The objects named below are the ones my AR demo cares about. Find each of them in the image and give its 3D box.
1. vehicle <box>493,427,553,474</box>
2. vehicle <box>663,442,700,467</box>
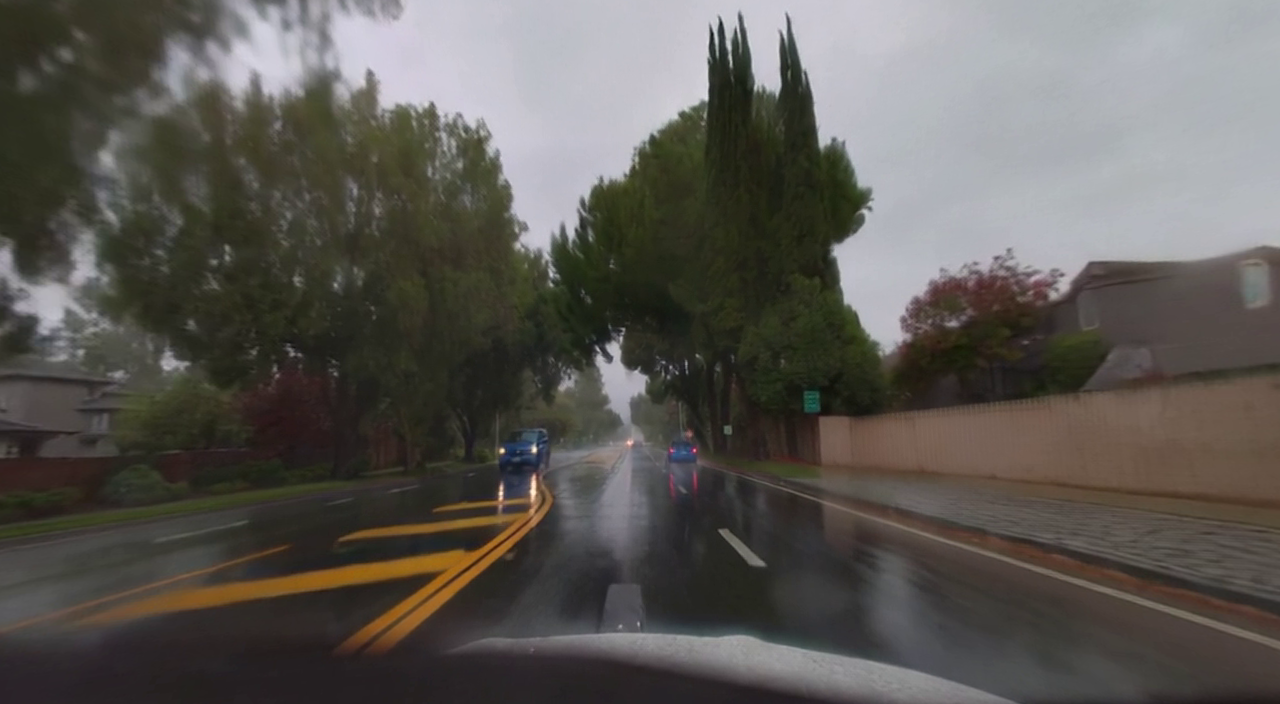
[{"bbox_3d":[-6.776,5.804,37.336,2.430,2.517,5.772,0,-8,0],"label":"vehicle"},{"bbox_3d":[2.560,6.410,39.849,1.991,1.476,4.153,0,-8,-1],"label":"vehicle"}]
